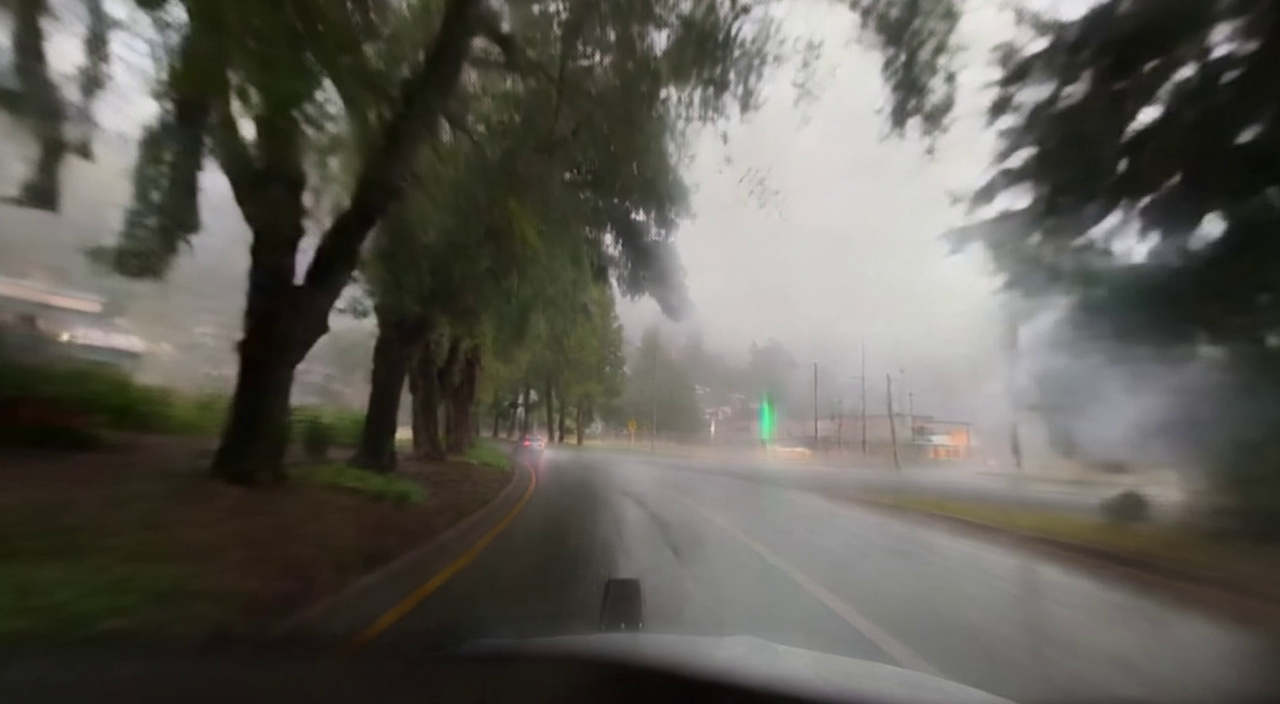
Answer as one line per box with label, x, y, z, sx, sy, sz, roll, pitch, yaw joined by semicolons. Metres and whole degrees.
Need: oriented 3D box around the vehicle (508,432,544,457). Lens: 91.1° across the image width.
vehicle;-8.579;6.924;47.003;1.947;1.729;4.051;3;-9;-19
